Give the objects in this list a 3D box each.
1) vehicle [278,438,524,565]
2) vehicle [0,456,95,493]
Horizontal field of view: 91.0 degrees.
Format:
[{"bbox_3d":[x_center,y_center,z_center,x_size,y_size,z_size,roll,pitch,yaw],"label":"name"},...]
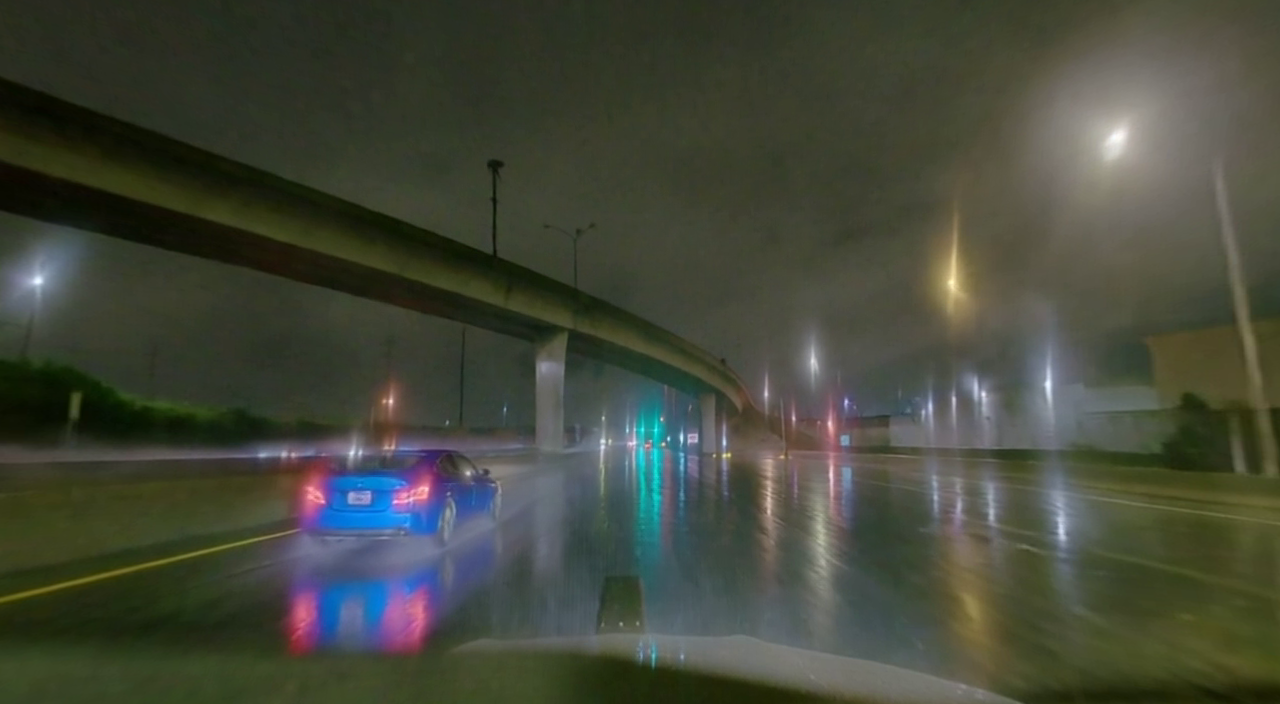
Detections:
[{"bbox_3d":[-3.223,2.089,9.588,2.044,1.478,4.114,0,-9,1],"label":"vehicle"},{"bbox_3d":[-26.590,5.333,27.693,1.692,1.456,3.847,0,-9,1],"label":"vehicle"}]
